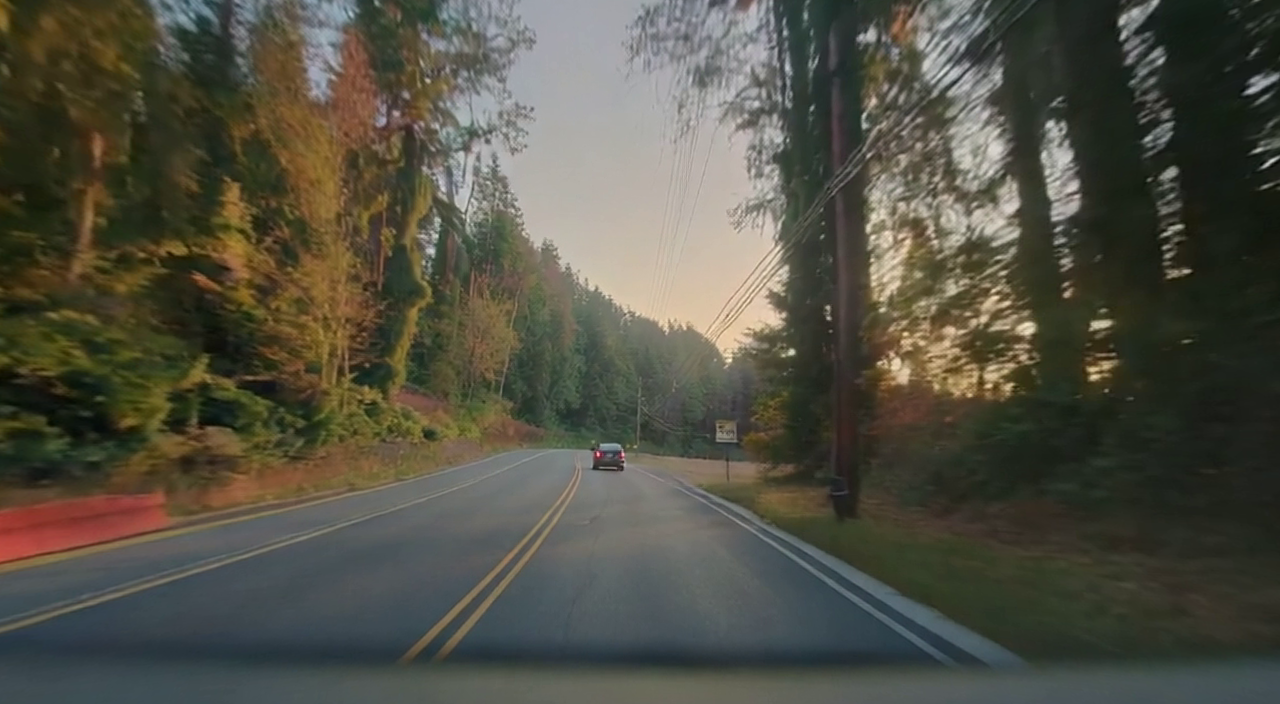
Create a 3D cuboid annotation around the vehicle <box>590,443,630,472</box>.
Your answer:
[{"bbox_3d":[-1.811,6.125,36.941,2.059,1.524,3.963,3,-9,-5],"label":"vehicle"}]
